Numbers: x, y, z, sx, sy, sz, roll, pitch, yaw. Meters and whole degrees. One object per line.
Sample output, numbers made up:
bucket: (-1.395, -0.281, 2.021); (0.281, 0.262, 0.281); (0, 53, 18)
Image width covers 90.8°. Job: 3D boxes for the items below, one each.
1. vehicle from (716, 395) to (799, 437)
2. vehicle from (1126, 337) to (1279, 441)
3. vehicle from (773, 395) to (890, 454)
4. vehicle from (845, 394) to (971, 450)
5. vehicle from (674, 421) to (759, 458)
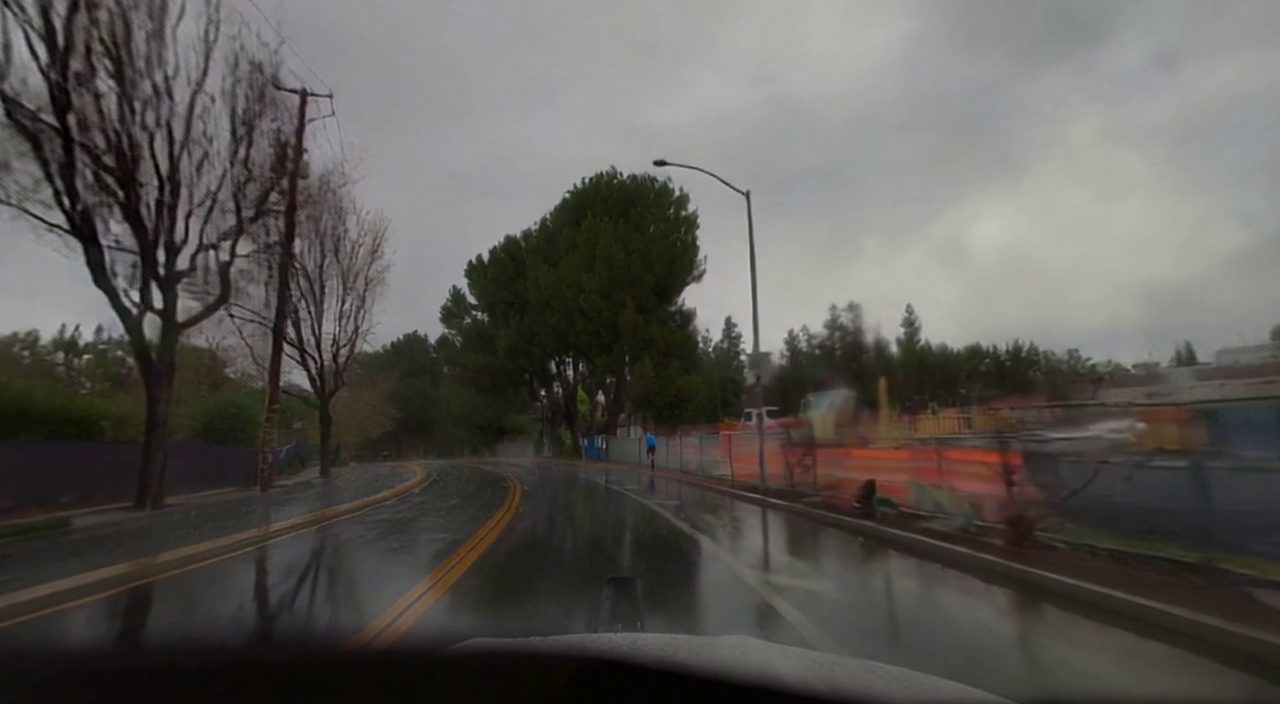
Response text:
vehicle: (6.678, 3.658, 35.904); (4.180, 1.880, 2.028); (9, -9, -26)
vehicle: (9.825, 0.607, 9.673); (1.635, 1.445, 3.563); (0, -8, -6)
vehicle: (7.107, 2.759, 23.589); (3.674, 1.559, 1.775); (10, -12, -10)
vehicle: (8.774, 2.346, 20.866); (3.451, 1.504, 1.652); (5, -11, -6)
vehicle: (4.970, 5.680, 41.013); (5.021, 1.930, 2.119); (-1, -8, -30)
